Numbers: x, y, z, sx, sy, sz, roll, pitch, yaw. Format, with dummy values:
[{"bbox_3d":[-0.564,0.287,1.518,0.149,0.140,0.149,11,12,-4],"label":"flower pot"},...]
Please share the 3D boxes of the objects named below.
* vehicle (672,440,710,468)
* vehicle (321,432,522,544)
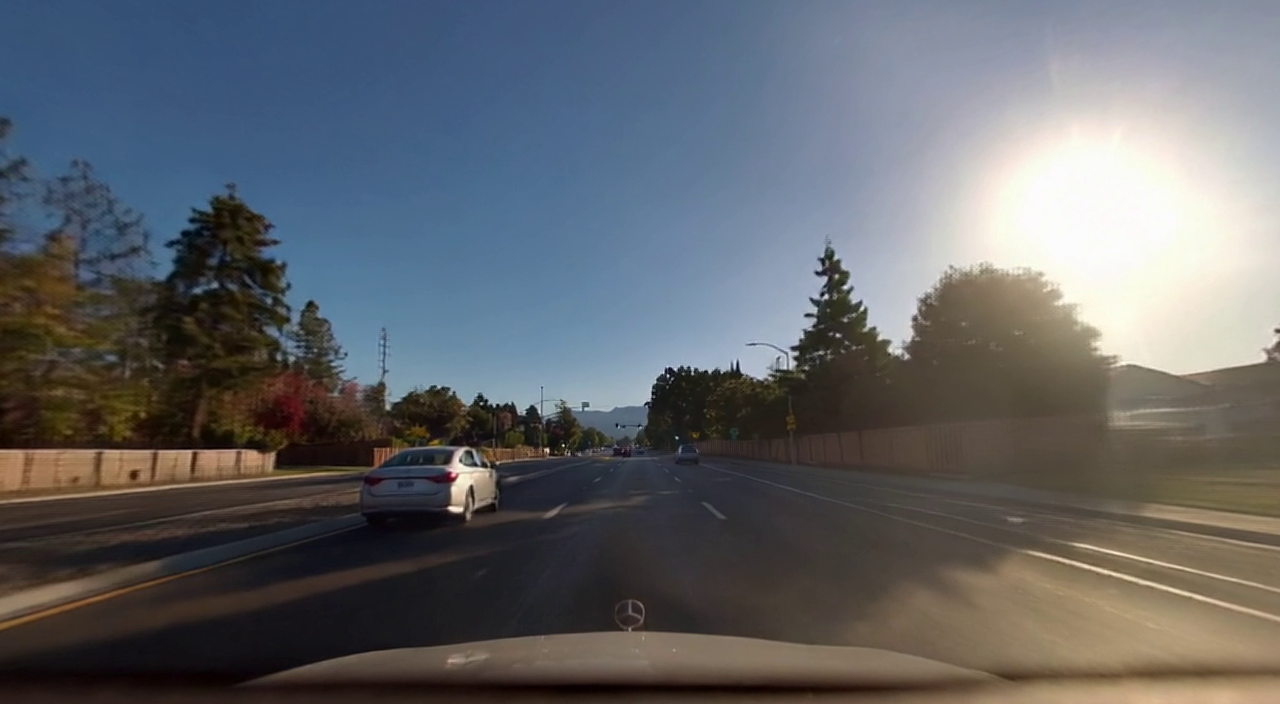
[{"bbox_3d":[3.364,6.793,42.112,2.114,1.780,4.445,0,-8,-1],"label":"vehicle"},{"bbox_3d":[-3.440,2.211,10.980,1.966,1.524,4.410,0,-8,-1],"label":"vehicle"}]
